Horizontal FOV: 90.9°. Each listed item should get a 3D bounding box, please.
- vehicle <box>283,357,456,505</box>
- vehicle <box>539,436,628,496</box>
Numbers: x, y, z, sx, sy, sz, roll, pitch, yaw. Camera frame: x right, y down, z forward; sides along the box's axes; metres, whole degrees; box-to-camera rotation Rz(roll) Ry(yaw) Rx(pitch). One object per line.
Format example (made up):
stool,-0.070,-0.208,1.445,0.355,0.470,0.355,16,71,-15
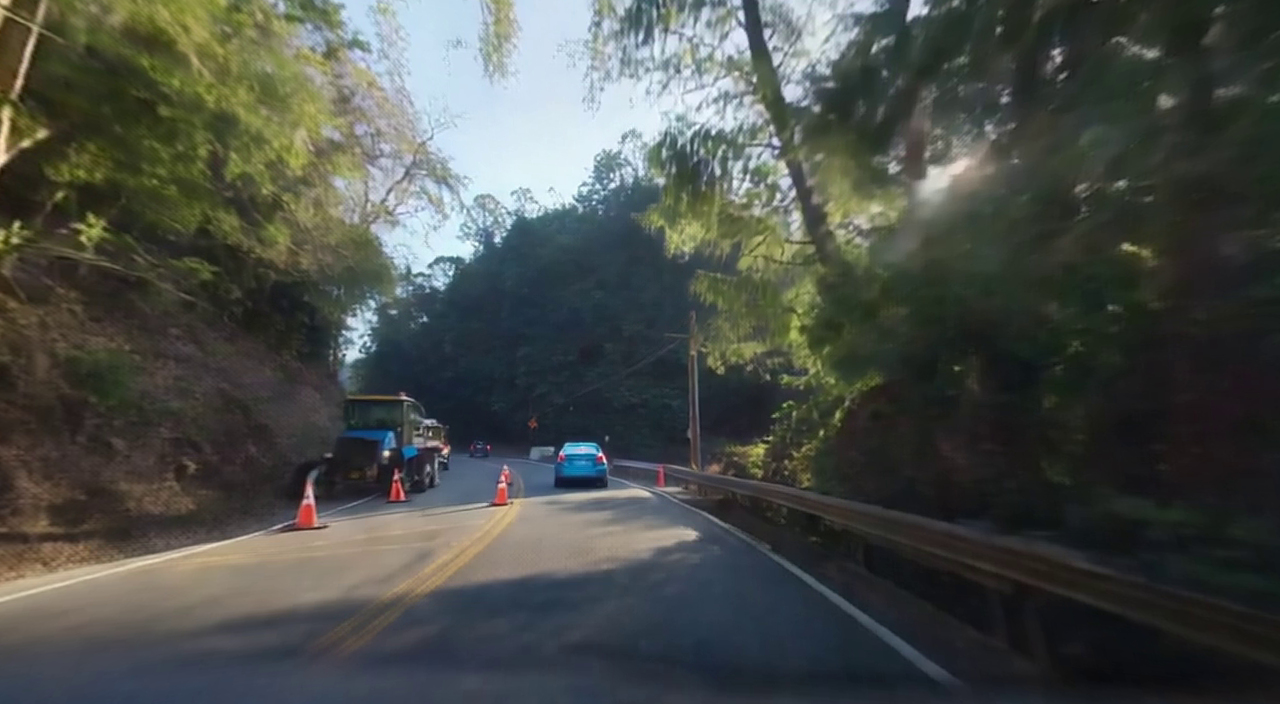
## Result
vehicle,-6.559,2.052,16.147,2.364,3.191,4.942,0,-8,-3
vehicle,-1.748,3.193,18.070,2.259,1.503,4.075,1,-8,-9
